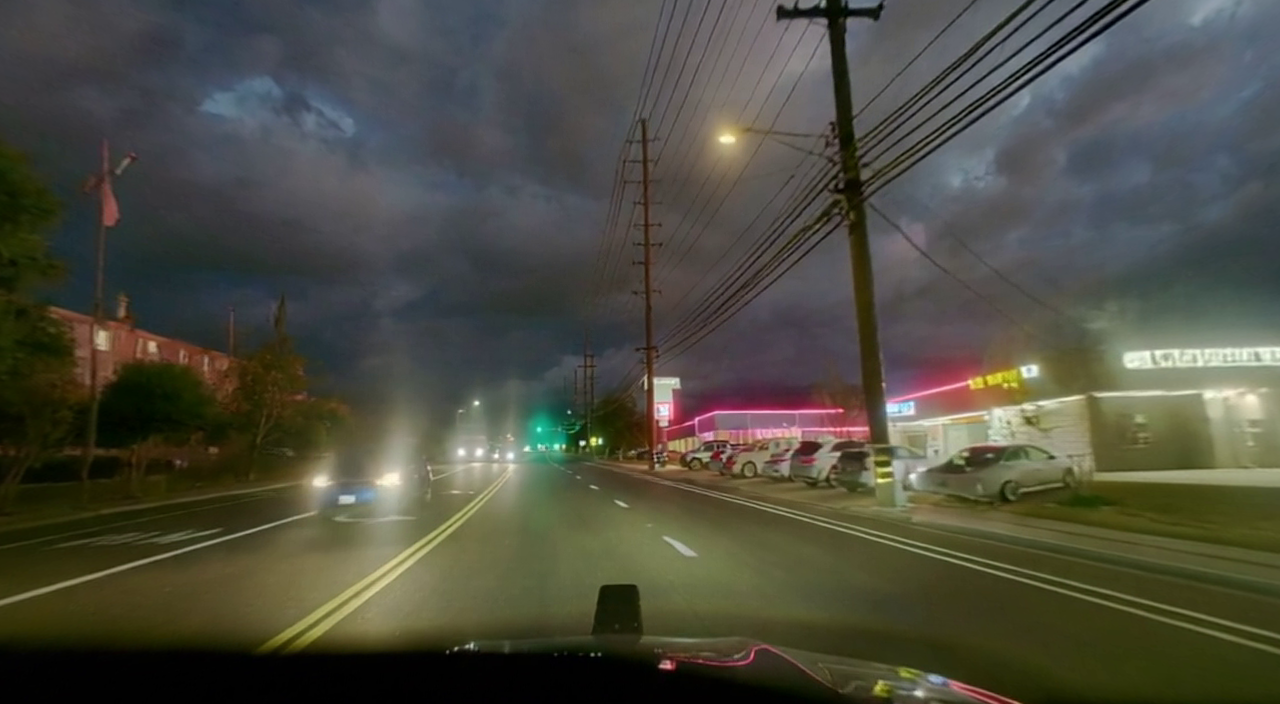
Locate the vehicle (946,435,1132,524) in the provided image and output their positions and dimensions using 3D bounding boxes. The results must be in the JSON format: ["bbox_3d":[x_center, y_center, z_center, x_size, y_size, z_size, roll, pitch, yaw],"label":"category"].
[{"bbox_3d":[8.644,2.579,13.442,4.853,1.526,2.074,8,-12,-43],"label":"vehicle"}]

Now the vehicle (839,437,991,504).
[{"bbox_3d":[7.603,3.138,17.199,4.502,1.564,2.057,7,-11,-42],"label":"vehicle"}]

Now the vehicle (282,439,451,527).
[{"bbox_3d":[-5.507,2.651,13.434,2.122,1.517,4.465,1,-9,-8],"label":"vehicle"}]

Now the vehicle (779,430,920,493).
[{"bbox_3d":[7.122,3.585,21.103,5.112,1.832,2.290,8,-12,-43],"label":"vehicle"}]
